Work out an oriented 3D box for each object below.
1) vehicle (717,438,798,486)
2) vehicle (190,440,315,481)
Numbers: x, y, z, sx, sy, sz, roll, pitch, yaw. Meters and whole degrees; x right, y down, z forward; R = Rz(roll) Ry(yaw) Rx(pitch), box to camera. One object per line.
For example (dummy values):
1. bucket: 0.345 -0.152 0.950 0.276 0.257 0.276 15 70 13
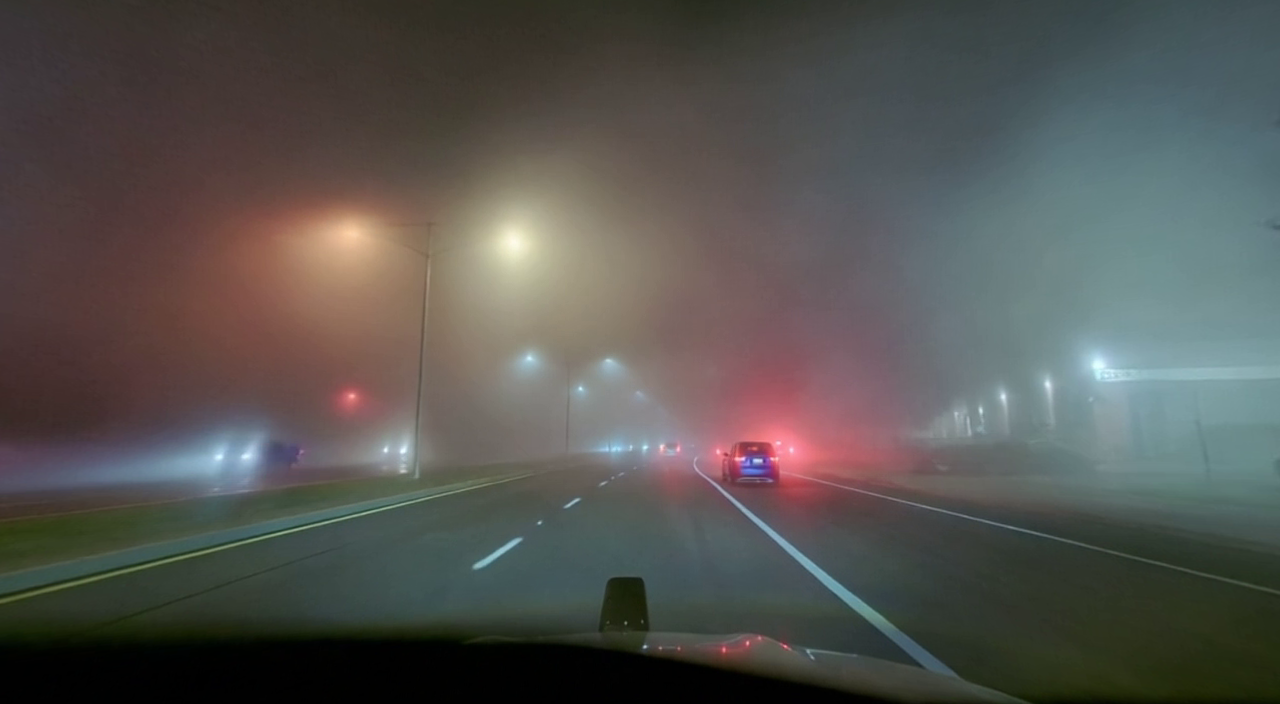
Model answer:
1. vehicle: 4.044 3.871 22.483 1.981 1.499 4.536 0 -8 0
2. vehicle: -15.723 4.409 25.951 2.055 1.495 4.772 0 -8 1
